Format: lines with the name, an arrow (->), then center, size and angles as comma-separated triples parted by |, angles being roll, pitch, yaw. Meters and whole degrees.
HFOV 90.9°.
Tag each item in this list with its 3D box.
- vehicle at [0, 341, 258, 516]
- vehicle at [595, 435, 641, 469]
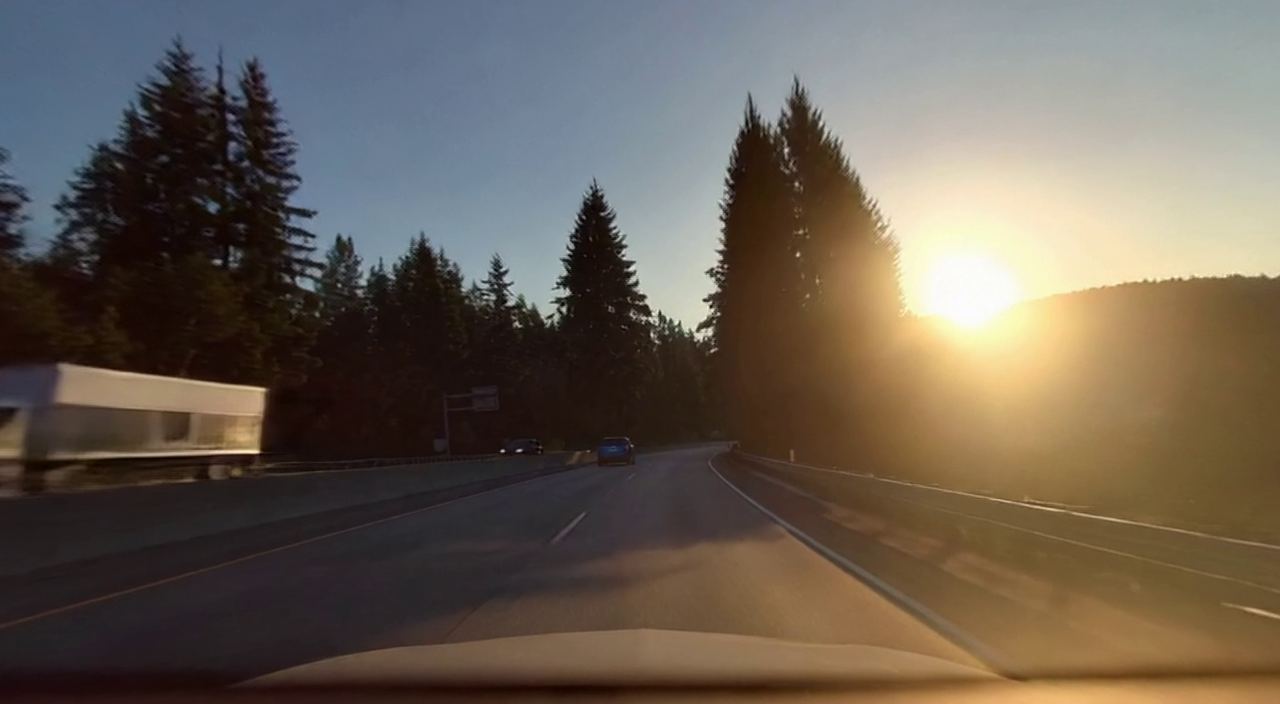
vehicle -> -17.164, 2.563, 20.106 | 3.236, 4.237, 10.335 | -1, -8, 1
vehicle -> -1.164, 5.636, 35.639 | 2.005, 1.752, 4.479 | -1, -8, 5
